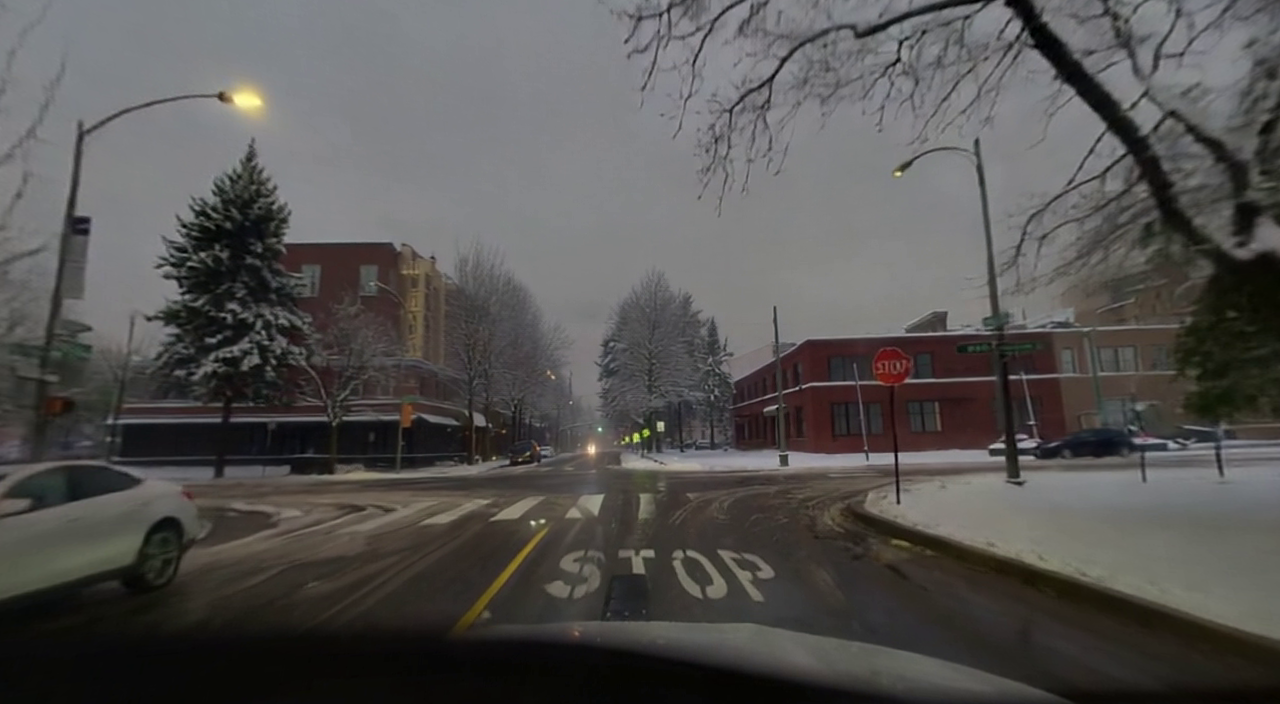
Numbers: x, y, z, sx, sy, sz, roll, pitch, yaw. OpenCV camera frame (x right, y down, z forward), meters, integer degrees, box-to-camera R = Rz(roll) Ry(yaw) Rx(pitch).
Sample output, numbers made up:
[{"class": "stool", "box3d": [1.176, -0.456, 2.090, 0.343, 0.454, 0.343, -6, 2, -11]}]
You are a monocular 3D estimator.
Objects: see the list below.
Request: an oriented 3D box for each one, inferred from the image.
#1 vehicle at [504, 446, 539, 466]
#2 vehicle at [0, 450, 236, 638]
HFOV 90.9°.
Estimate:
[{"class": "vehicle", "box3d": [-9.181, 8.099, 49.218, 2.033, 1.491, 4.298, 0, -8, -1]}, {"class": "vehicle", "box3d": [-6.063, 1.653, 5.700, 1.874, 1.460, 4.495, 0, -8, -1]}]
